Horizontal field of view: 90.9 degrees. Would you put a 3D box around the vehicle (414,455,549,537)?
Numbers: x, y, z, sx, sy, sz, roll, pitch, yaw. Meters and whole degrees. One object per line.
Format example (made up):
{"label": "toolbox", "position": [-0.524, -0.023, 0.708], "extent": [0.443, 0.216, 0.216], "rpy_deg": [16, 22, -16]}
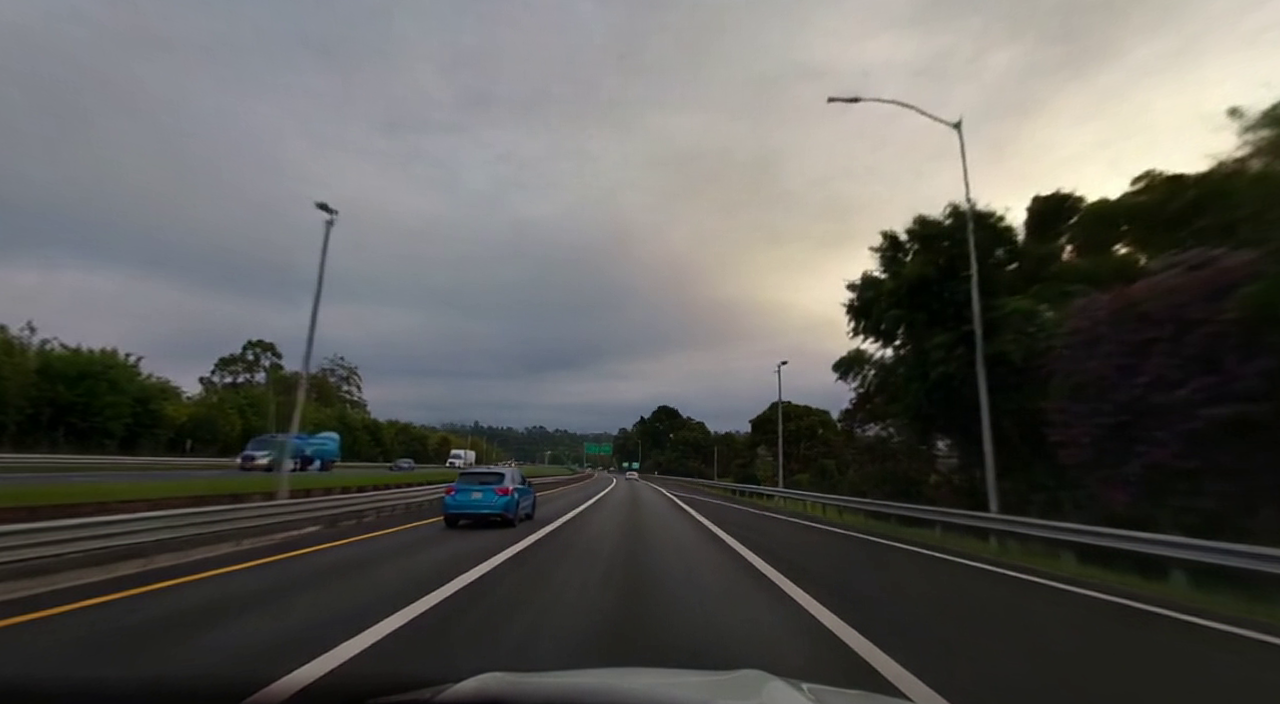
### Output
{"label": "vehicle", "position": [-3.436, 3.239, 14.625], "extent": [1.967, 1.556, 4.364], "rpy_deg": [1, -10, 0]}
